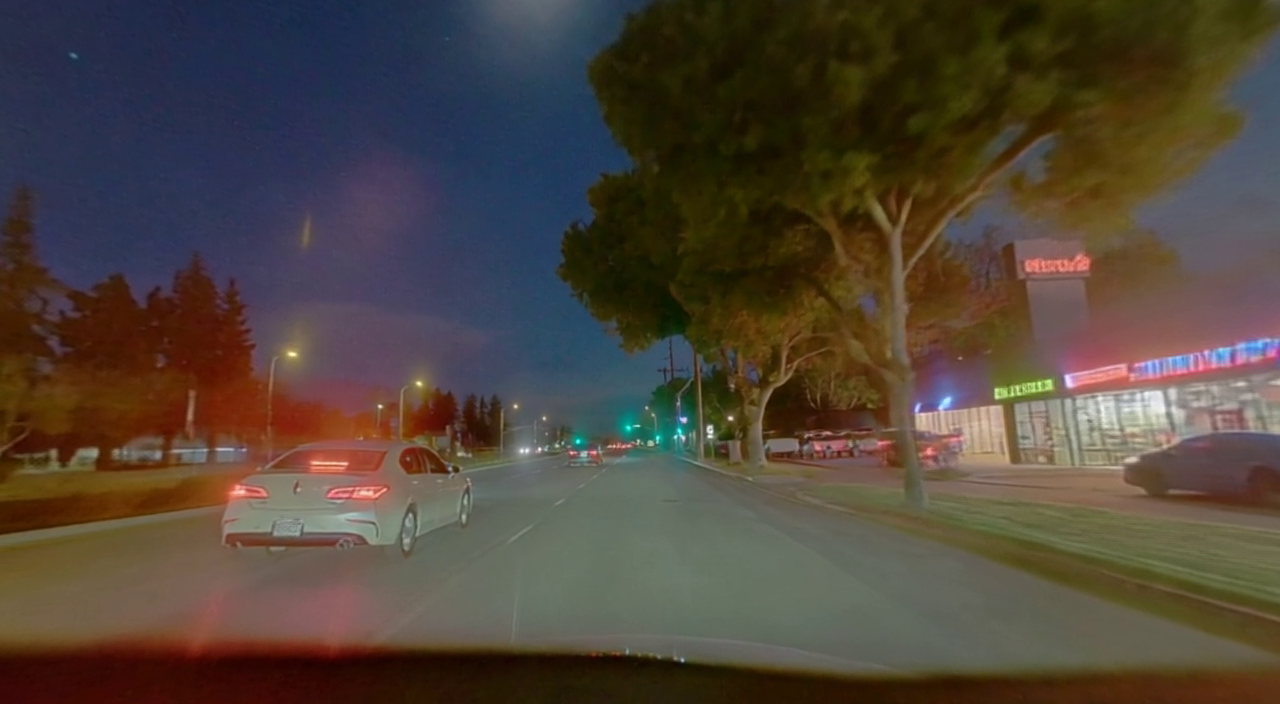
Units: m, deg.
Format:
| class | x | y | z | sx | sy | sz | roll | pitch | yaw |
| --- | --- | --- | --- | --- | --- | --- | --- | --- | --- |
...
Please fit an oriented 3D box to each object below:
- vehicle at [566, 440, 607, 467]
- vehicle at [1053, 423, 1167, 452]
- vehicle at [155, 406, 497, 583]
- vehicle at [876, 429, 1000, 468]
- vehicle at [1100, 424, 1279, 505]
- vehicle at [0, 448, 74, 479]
| class | x | y | z | sx | sy | sz | roll | pitch | yaw |
| --- | --- | --- | --- | --- | --- | --- | --- | --- | --- |
| vehicle | -3.098 | 5.951 | 37.214 | 1.955 | 1.461 | 4.396 | 0 | -9 | 1 |
| vehicle | 26.534 | 4.865 | 35.755 | 4.882 | 1.568 | 1.963 | 0 | -9 | -3 |
| vehicle | -3.499 | 1.698 | 8.332 | 2.126 | 1.655 | 4.560 | 0 | -9 | 0 |
| vehicle | 13.750 | 4.453 | 29.359 | 4.697 | 1.518 | 1.990 | -2 | -8 | -2 |
| vehicle | 12.907 | 2.414 | 13.856 | 1.922 | 1.505 | 4.631 | 1 | -9 | -4 |
| vehicle | -34.149 | 6.086 | 34.680 | 1.915 | 1.619 | 4.663 | 0 | -9 | -2 |
